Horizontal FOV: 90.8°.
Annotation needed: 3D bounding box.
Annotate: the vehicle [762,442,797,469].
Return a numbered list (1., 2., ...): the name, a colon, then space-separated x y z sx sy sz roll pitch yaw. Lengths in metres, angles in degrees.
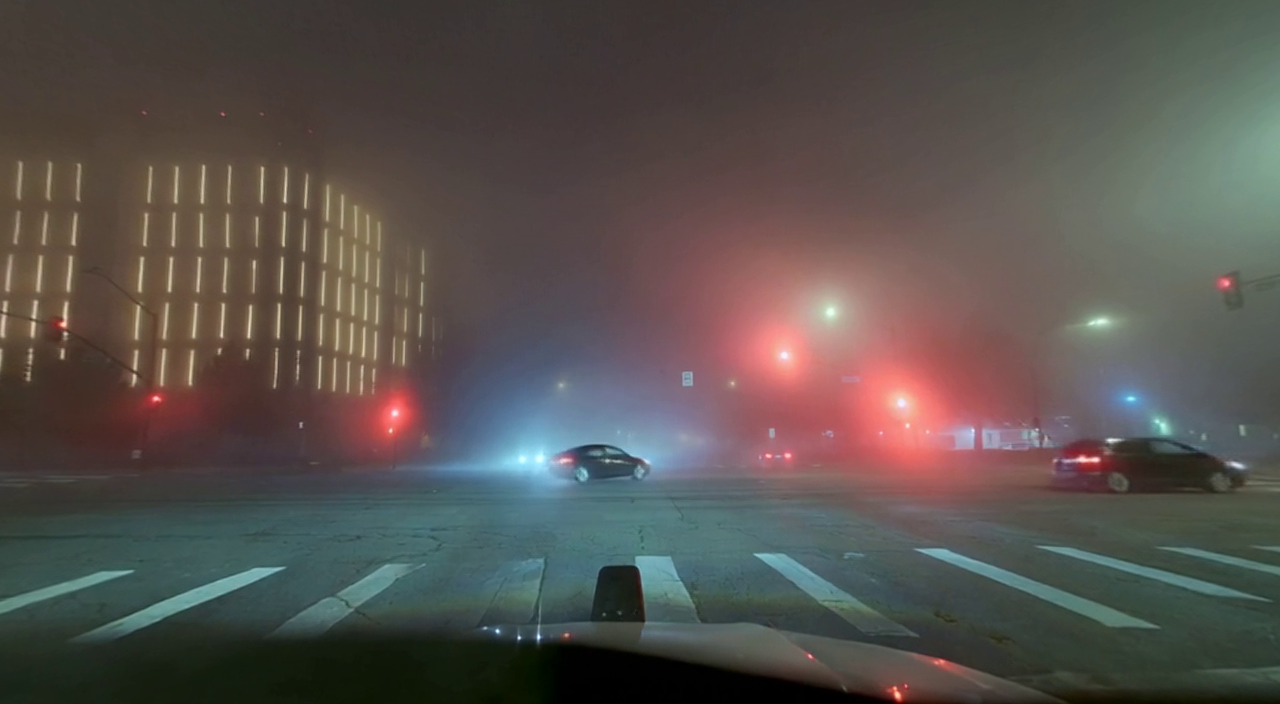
1. vehicle: 8.958 6.572 40.327 1.955 1.569 4.397 -2 -9 14

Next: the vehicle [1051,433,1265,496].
1. vehicle: 15.969 3.460 19.671 4.923 1.800 2.153 1 -8 -6

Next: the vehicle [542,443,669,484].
1. vehicle: -1.305 4.261 24.472 4.424 1.454 2.043 5 -10 -30
